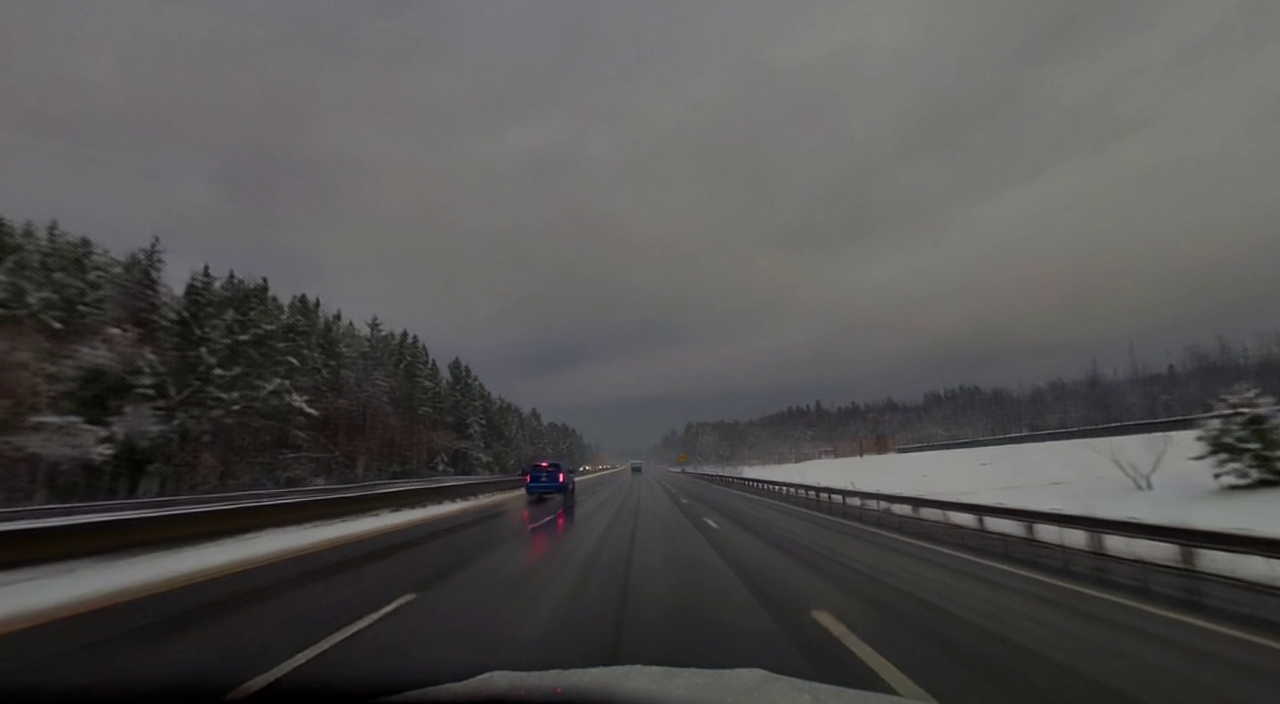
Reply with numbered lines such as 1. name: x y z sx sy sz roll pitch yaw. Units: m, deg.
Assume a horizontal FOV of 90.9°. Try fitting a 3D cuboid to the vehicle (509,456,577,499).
1. vehicle: -3.903 5.184 26.114 2.081 1.586 4.245 0 -10 1
